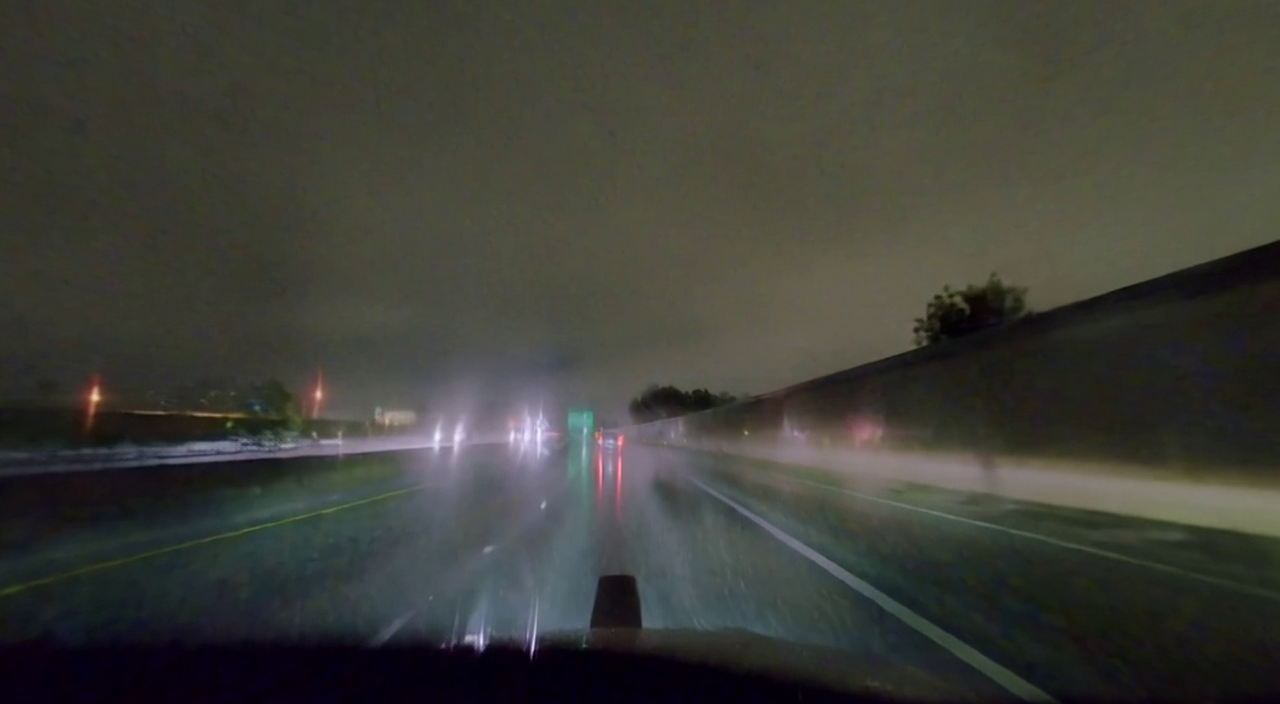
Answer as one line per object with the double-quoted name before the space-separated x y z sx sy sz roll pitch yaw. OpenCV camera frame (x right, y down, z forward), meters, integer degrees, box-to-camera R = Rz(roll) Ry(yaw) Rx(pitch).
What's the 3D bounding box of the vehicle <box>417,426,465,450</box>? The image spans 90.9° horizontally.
"vehicle" -14.023 6.108 44.706 2.117 1.595 4.463 0 -8 -3
